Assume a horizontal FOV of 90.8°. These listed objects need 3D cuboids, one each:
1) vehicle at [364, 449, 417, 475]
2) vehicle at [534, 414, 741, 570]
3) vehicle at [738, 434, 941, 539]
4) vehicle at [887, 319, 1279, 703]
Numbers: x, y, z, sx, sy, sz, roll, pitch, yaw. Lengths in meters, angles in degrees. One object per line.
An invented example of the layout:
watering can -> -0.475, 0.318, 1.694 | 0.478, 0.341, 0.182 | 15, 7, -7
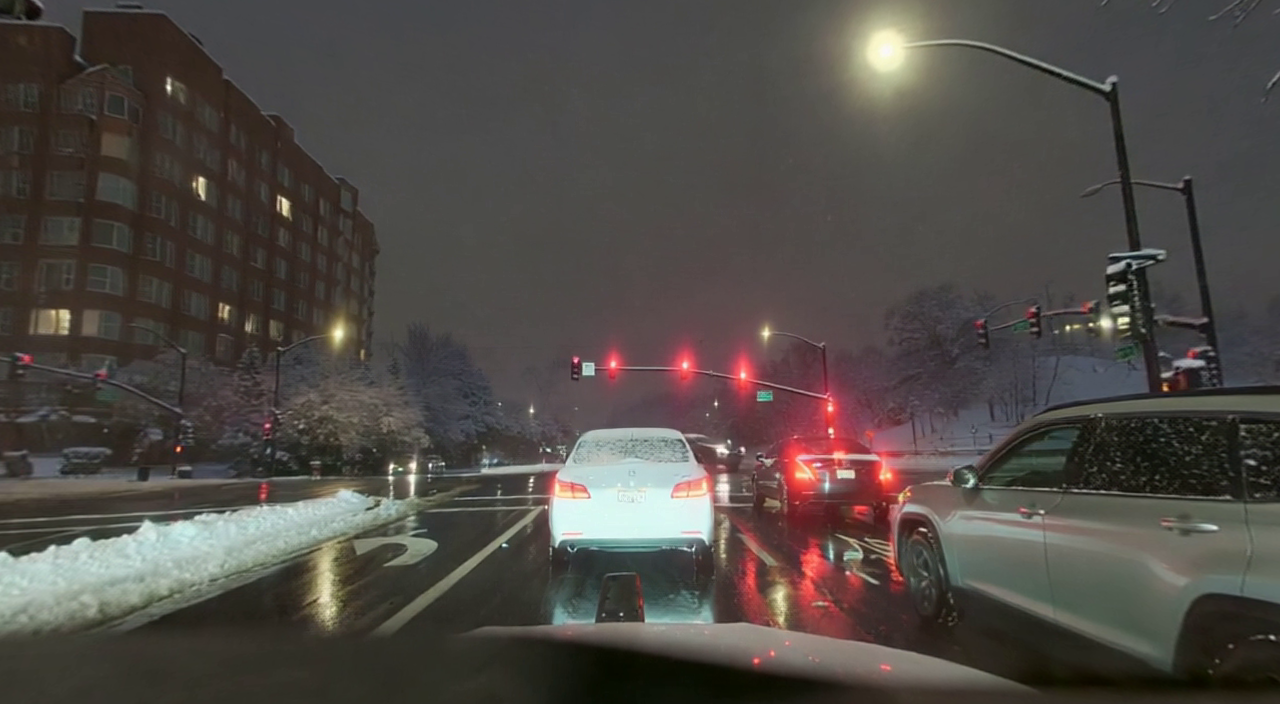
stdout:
vehicle -> -18.725, 8.261, 47.657 | 2.026, 1.836, 4.726 | 0, -8, 0
vehicle -> -0.073, 1.779, 8.758 | 2.188, 1.637, 4.027 | 0, -8, -1
vehicle -> 3.158, 2.218, 11.133 | 2.001, 1.463, 4.398 | 0, -8, -2
vehicle -> 2.997, 0.866, 2.660 | 2.103, 1.701, 4.294 | 0, -8, -1
